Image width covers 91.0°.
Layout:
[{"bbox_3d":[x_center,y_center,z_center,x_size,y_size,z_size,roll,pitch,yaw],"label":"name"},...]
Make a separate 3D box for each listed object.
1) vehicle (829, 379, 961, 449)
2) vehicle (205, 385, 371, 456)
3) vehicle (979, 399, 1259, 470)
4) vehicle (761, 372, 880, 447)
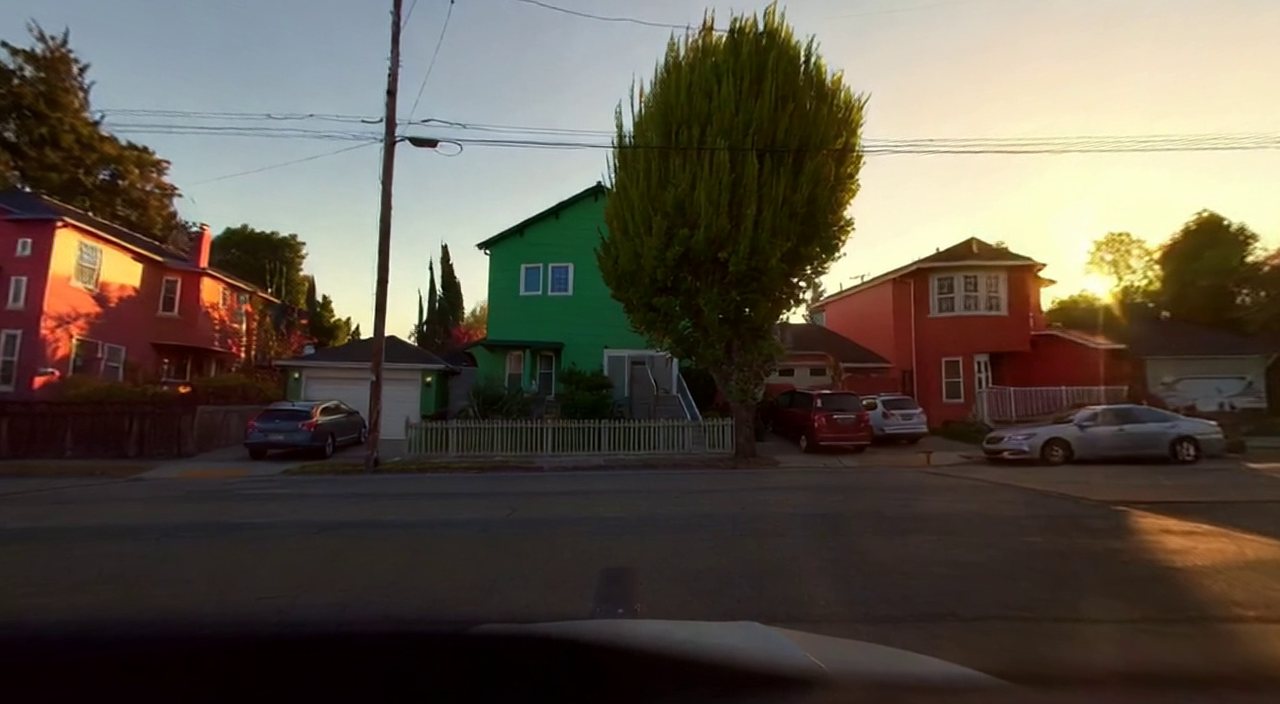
[{"bbox_3d":[7.186,1.895,18.278,2.053,1.756,4.034,0,-9,-1],"label":"vehicle"},{"bbox_3d":[-9.826,2.056,18.154,2.091,1.760,4.760,0,-8,-1],"label":"vehicle"},{"bbox_3d":[10.576,1.874,14.233,4.644,1.482,1.997,0,-8,1],"label":"vehicle"},{"bbox_3d":[5.002,1.753,18.180,2.081,1.891,4.367,0,-8,-1],"label":"vehicle"}]
